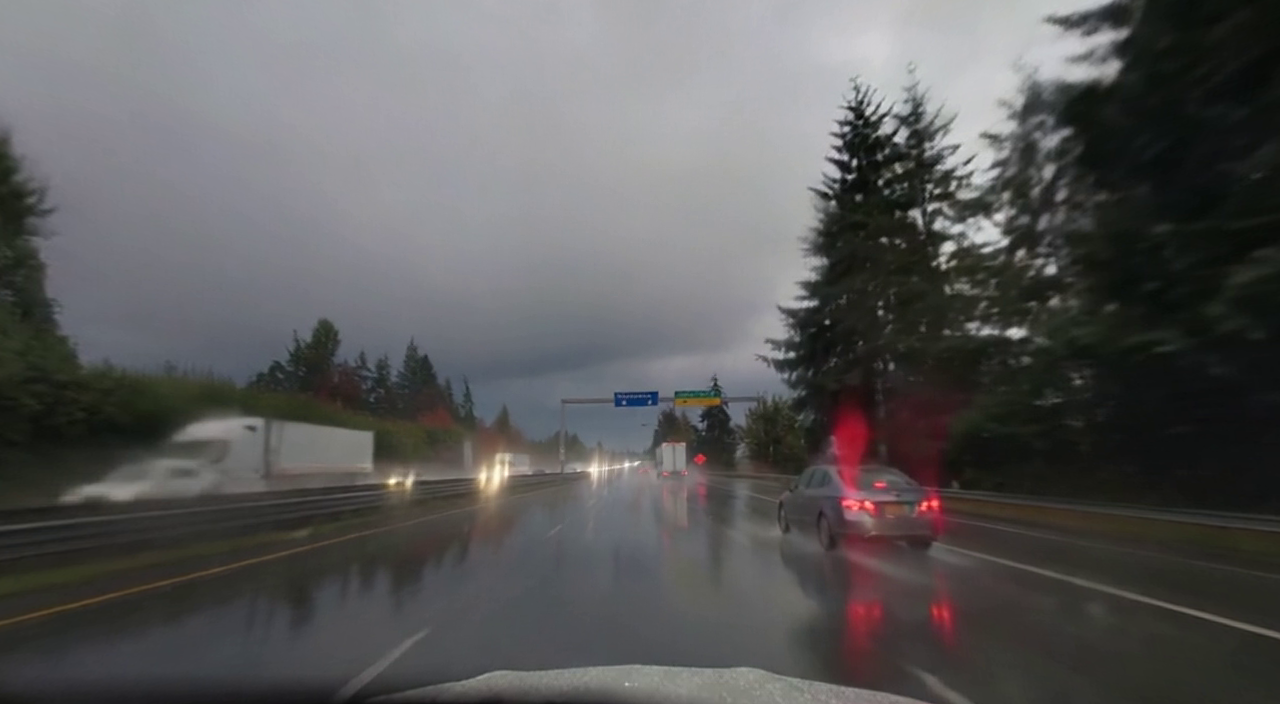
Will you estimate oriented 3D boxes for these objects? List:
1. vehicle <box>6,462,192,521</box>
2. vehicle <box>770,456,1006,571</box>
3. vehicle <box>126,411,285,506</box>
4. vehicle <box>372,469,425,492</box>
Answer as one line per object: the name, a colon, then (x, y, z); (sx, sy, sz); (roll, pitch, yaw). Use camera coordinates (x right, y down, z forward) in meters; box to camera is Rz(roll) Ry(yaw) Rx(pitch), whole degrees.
vehicle: (-15.640, 4.029, 18.560); (1.736, 1.475, 4.118); (0, -10, 1)
vehicle: (3.746, 2.559, 10.634); (2.051, 1.472, 4.547); (1, -10, -1)
vehicle: (-20.205, 5.081, 29.888); (2.936, 3.988, 5.945); (0, -11, 0)
vehicle: (-16.021, 8.536, 42.039); (1.780, 1.452, 4.497); (1, -10, 0)
